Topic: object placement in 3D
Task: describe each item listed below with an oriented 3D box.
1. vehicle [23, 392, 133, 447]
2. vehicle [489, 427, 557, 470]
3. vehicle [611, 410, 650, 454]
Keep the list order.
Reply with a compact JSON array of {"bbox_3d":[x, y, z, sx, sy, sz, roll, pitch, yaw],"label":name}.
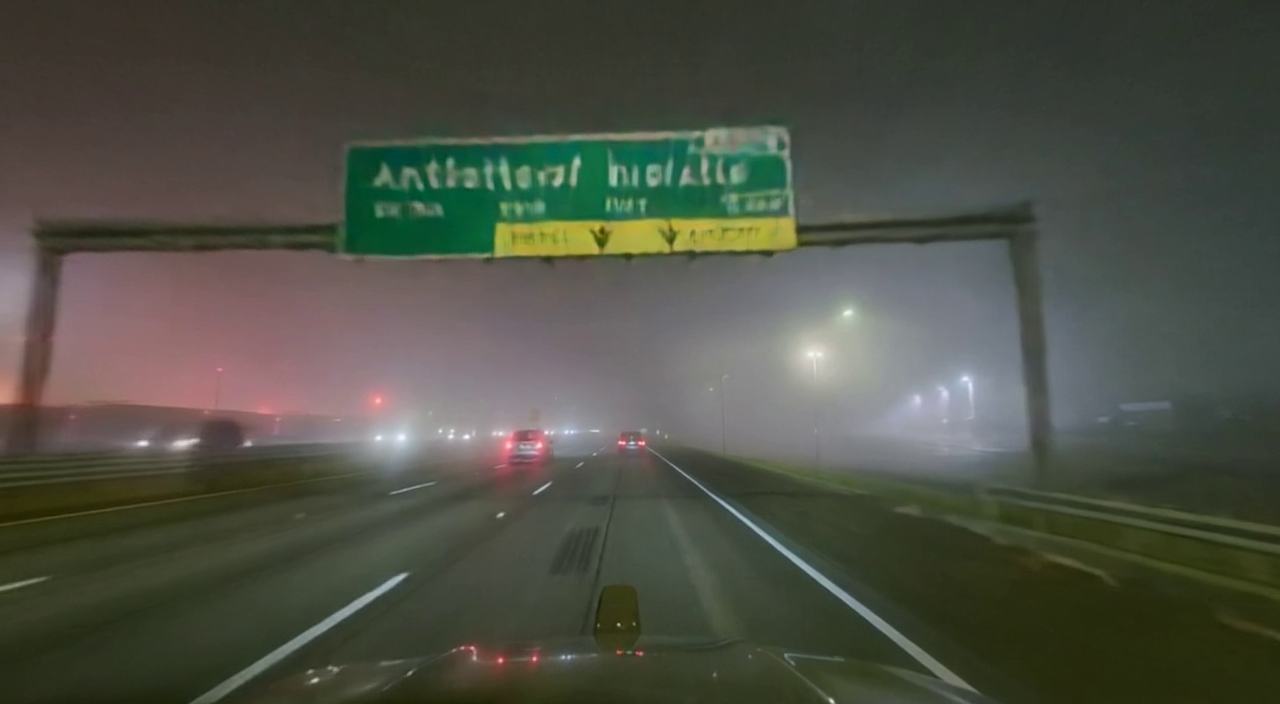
[{"bbox_3d":[-41.691,5.100,46.906,3.085,3.843,5.439,1,-7,-2],"label":"vehicle"},{"bbox_3d":[-4.504,3.748,24.760,1.932,1.544,3.864,0,-8,0],"label":"vehicle"},{"bbox_3d":[-0.681,5.344,41.929,2.418,2.704,6.445,0,-8,-2],"label":"vehicle"}]
